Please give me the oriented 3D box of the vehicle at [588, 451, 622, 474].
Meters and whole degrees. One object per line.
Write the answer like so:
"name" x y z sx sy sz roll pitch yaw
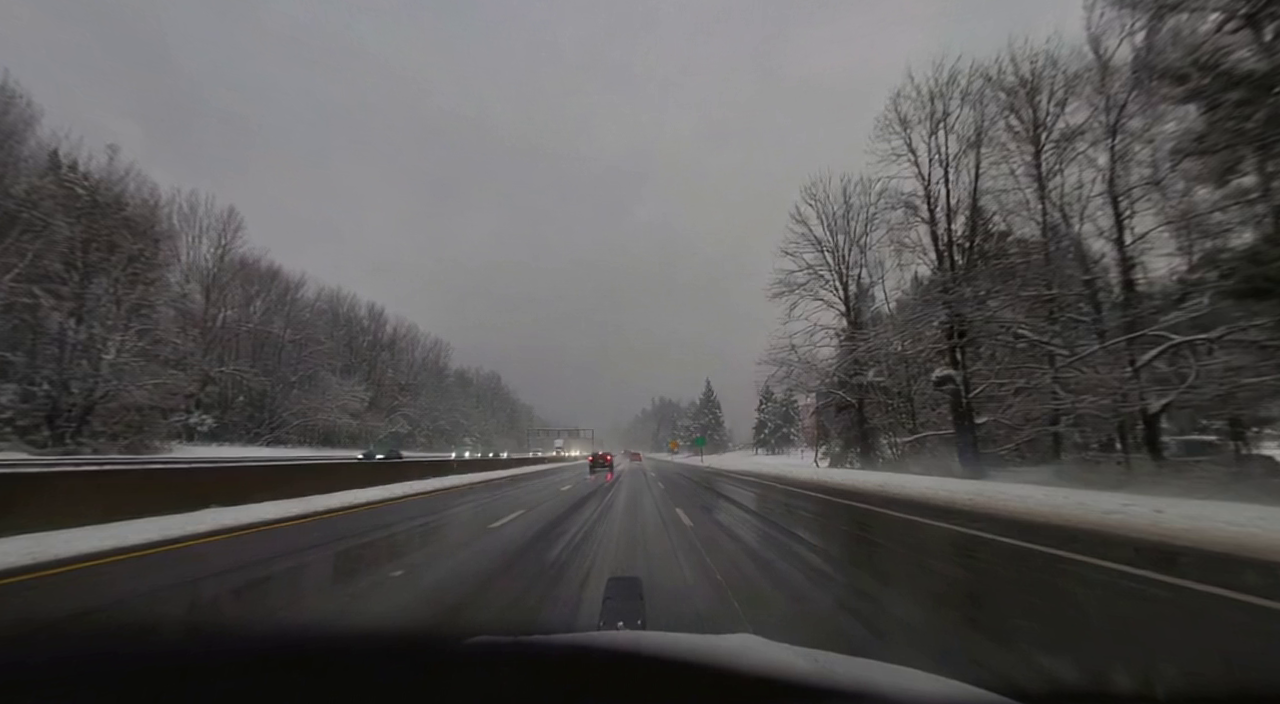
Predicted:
"vehicle" -2.365 7.570 43.445 2.011 1.468 3.883 0 -9 1

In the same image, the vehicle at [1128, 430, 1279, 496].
"vehicle" 31.015 5.965 34.346 2.664 3.200 7.119 0 -9 -4

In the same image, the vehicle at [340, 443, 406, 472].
"vehicle" -14.871 5.907 35.311 1.945 1.509 3.839 0 -9 0
